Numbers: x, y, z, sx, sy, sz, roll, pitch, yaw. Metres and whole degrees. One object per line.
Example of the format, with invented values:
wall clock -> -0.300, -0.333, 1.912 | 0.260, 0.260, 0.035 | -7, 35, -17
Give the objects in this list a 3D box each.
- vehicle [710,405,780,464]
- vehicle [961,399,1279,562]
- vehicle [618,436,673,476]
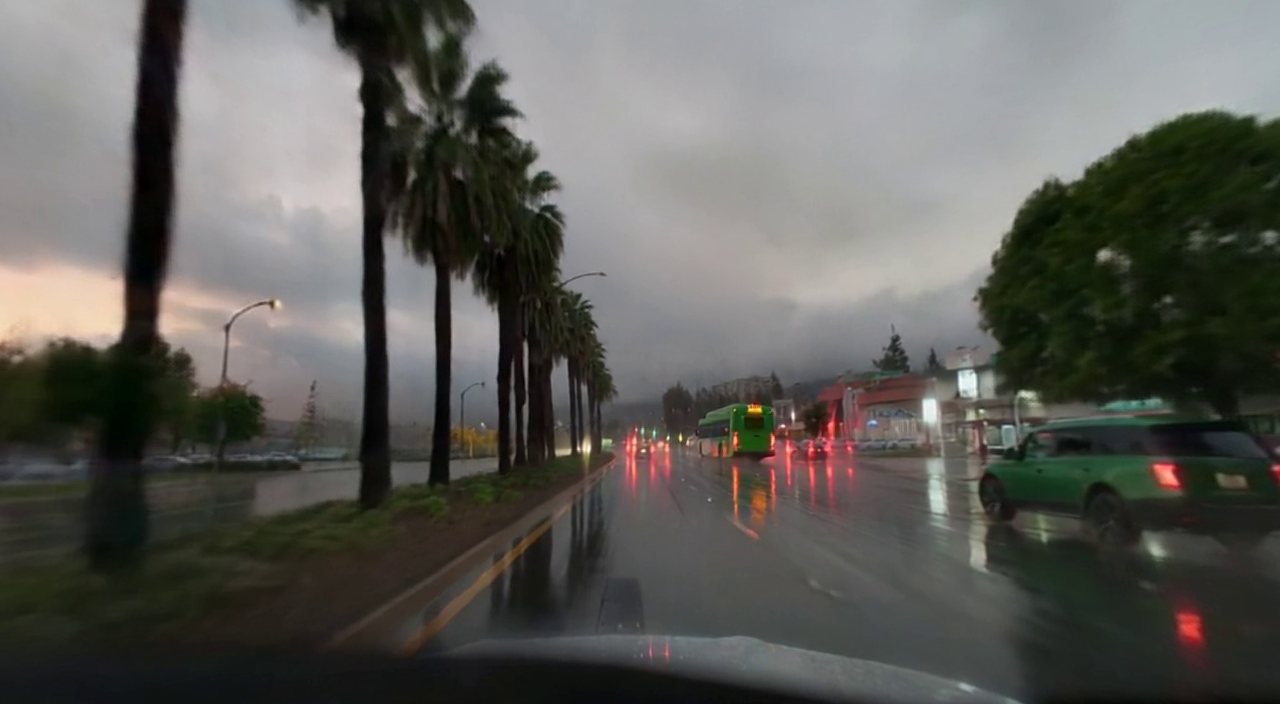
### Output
vehicle -> 6.581, 5.447, 41.030 | 2.795, 3.383, 9.287 | 0, -9, -1
vehicle -> 6.543, 1.641, 8.666 | 2.031, 1.670, 4.154 | 0, -9, 0
vehicle -> 0.180, 4.284, 26.174 | 2.065, 1.477, 4.306 | 0, -9, -1
